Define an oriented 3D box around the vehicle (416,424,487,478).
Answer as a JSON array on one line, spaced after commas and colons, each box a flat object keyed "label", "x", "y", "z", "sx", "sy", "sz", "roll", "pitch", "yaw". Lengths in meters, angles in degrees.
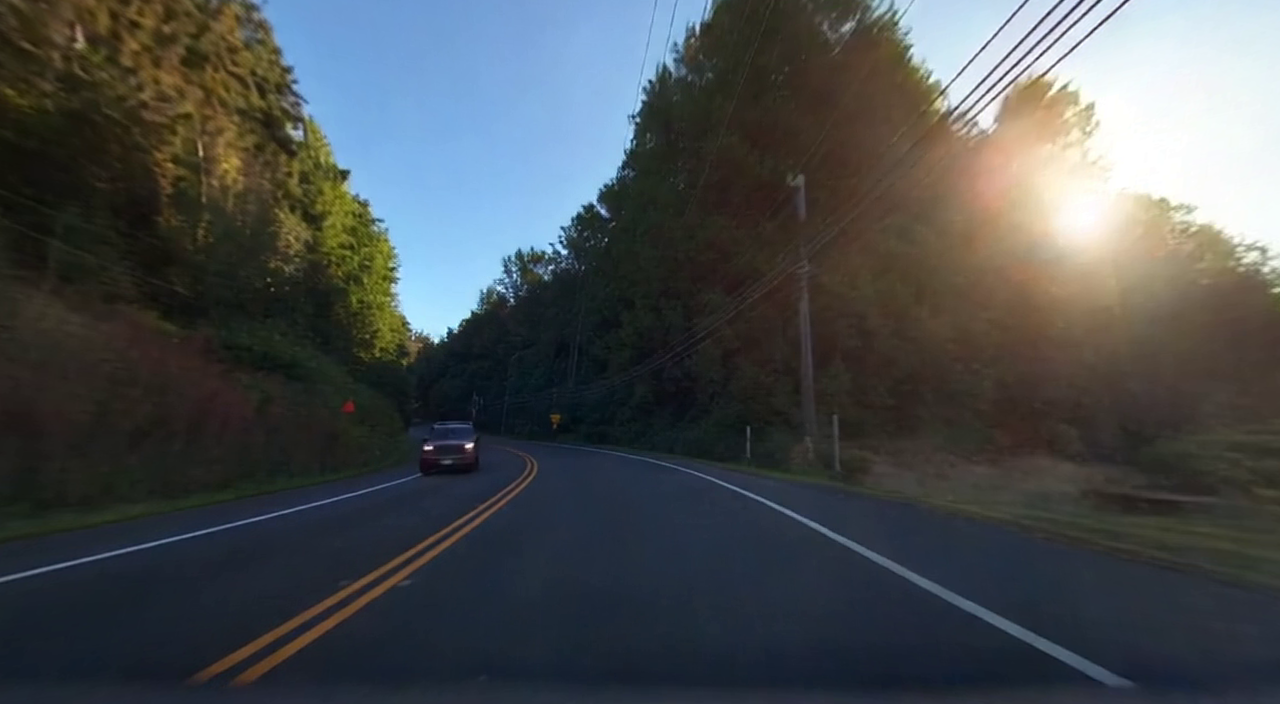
[{"label": "vehicle", "x": -7.681, "y": 4.069, "z": 26.168, "sx": 2.151, "sy": 2.036, "sz": 4.267, "roll": 1, "pitch": -9, "yaw": -8}]
